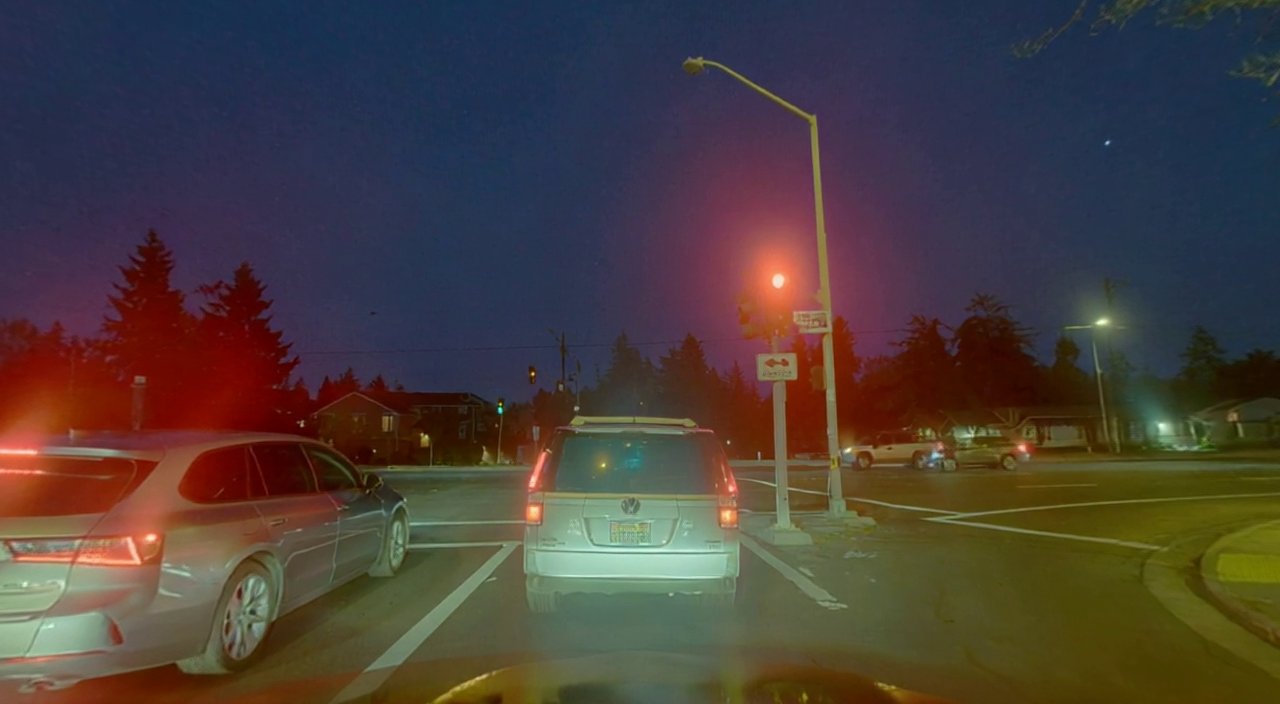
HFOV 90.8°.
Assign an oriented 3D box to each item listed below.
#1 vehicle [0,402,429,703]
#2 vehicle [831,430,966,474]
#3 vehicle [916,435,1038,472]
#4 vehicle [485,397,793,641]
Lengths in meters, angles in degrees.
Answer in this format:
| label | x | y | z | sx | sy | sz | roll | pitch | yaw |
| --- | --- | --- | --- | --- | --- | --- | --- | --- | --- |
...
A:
| label | x | y | z | sx | sy | sz | roll | pitch | yaw |
| --- | --- | --- | --- | --- | --- | --- | --- | --- | --- |
| vehicle | -3.299 | 1.273 | 4.710 | 2.035 | 1.492 | 4.415 | 0 | -9 | -2 |
| vehicle | 10.898 | 4.250 | 26.981 | 4.887 | 1.769 | 2.035 | -1 | -9 | 6 |
| vehicle | 15.821 | 4.786 | 29.882 | 4.639 | 1.621 | 1.867 | -1 | -9 | 6 |
| vehicle | -0.146 | 1.472 | 6.563 | 2.154 | 1.670 | 4.140 | 1 | -9 | -4 |
